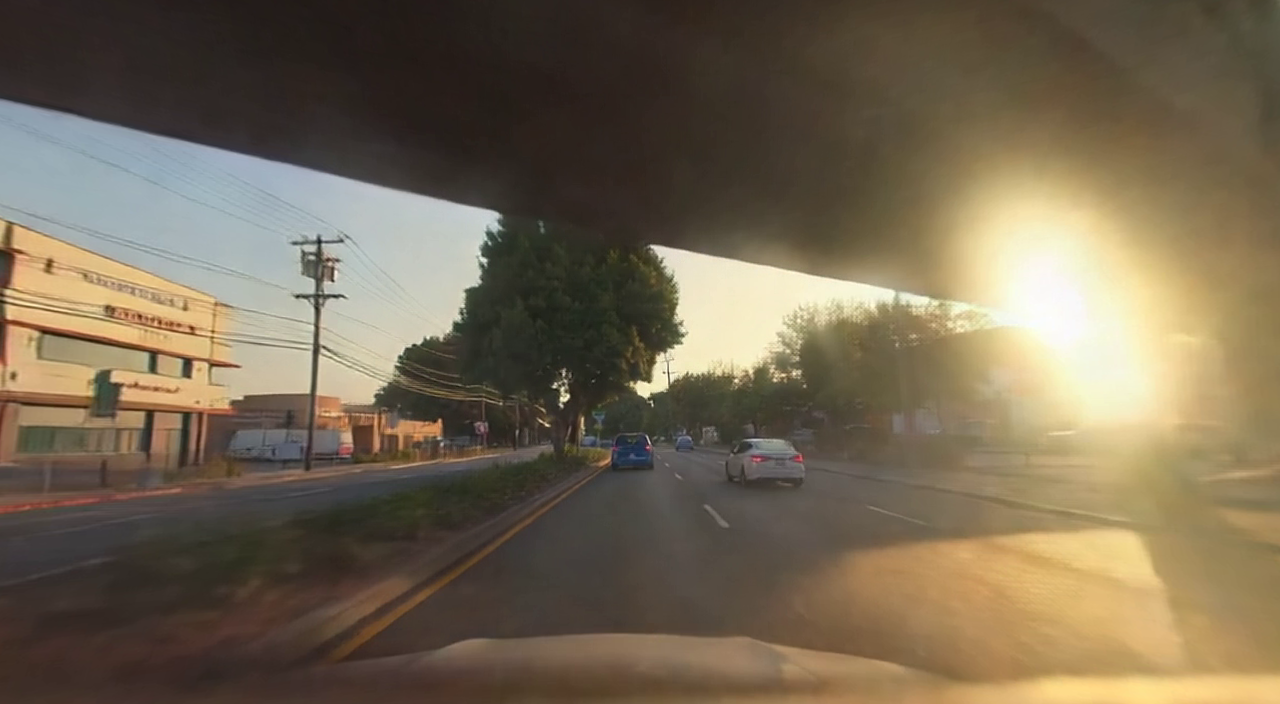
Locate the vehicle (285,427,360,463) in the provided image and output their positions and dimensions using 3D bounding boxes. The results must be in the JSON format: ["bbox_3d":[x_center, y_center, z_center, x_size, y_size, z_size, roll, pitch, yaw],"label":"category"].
[{"bbox_3d":[-24.164,7.087,48.208,4.412,2.662,2.544,2,-8,-10],"label":"vehicle"}]

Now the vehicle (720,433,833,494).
[{"bbox_3d":[3.613,3.040,17.611,1.954,1.479,4.557,0,-8,-3],"label":"vehicle"}]

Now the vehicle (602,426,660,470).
[{"bbox_3d":[-0.370,4.356,28.657,2.441,1.813,4.581,0,-8,0],"label":"vehicle"}]
